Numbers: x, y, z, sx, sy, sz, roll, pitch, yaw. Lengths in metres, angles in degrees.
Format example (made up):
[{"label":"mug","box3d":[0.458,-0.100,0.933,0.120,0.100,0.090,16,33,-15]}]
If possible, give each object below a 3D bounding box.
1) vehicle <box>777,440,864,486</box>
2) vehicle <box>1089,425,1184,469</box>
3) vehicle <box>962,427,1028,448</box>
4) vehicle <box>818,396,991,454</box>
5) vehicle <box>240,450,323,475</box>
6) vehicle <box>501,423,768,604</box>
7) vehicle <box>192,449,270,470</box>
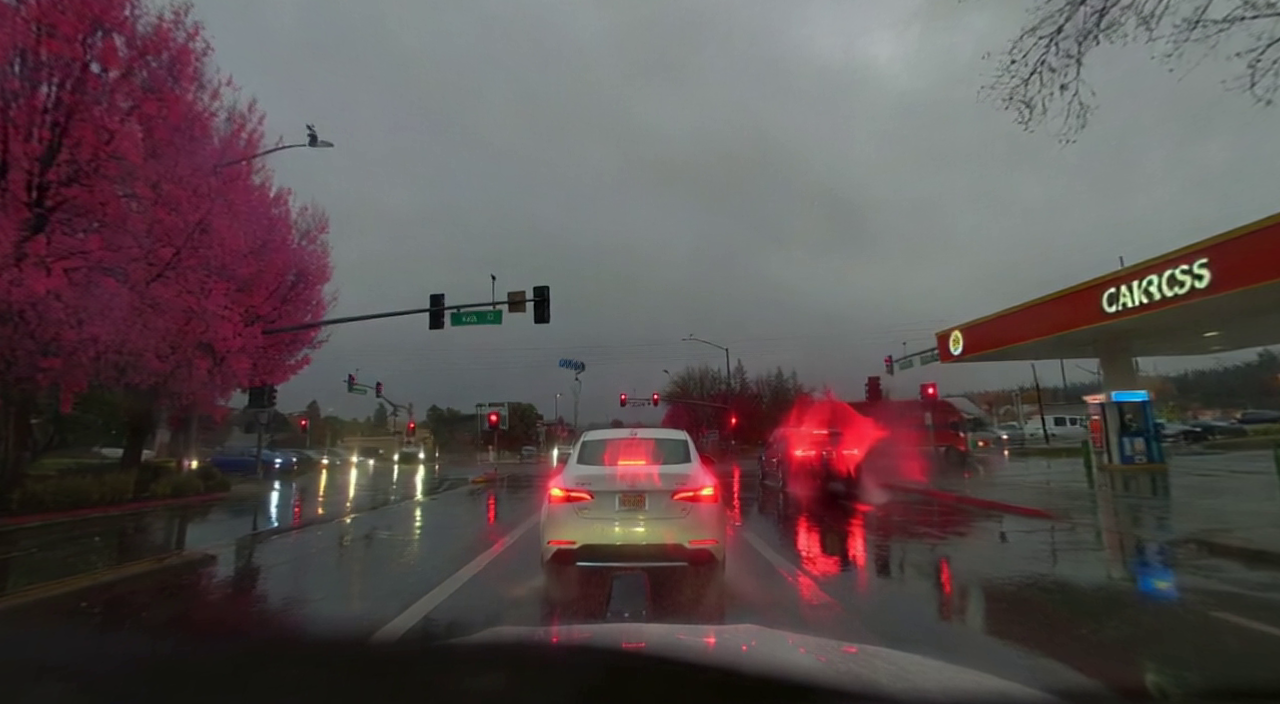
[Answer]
[{"label":"vehicle","box3d":[6.508,4.041,23.285,1.942,1.511,4.390,0,-8,0]},{"label":"vehicle","box3d":[18.584,3.537,23.533,4.300,1.495,2.053,8,-11,-43]},{"label":"vehicle","box3d":[27.238,6.575,48.399,3.968,1.572,1.740,0,-9,3]},{"label":"vehicle","box3d":[18.542,5.330,45.048,10.890,3.868,3.021,-3,-9,19]},{"label":"vehicle","box3d":[-23.015,7.069,40.506,4.609,1.465,1.944,-3,-9,17]},{"label":"vehicle","box3d":[-0.066,1.643,7.334,2.213,1.482,4.057,0,-8,-1]},{"label":"vehicle","box3d":[-29.536,7.792,45.561,4.466,1.438,1.837,-1,-8,5]}]
